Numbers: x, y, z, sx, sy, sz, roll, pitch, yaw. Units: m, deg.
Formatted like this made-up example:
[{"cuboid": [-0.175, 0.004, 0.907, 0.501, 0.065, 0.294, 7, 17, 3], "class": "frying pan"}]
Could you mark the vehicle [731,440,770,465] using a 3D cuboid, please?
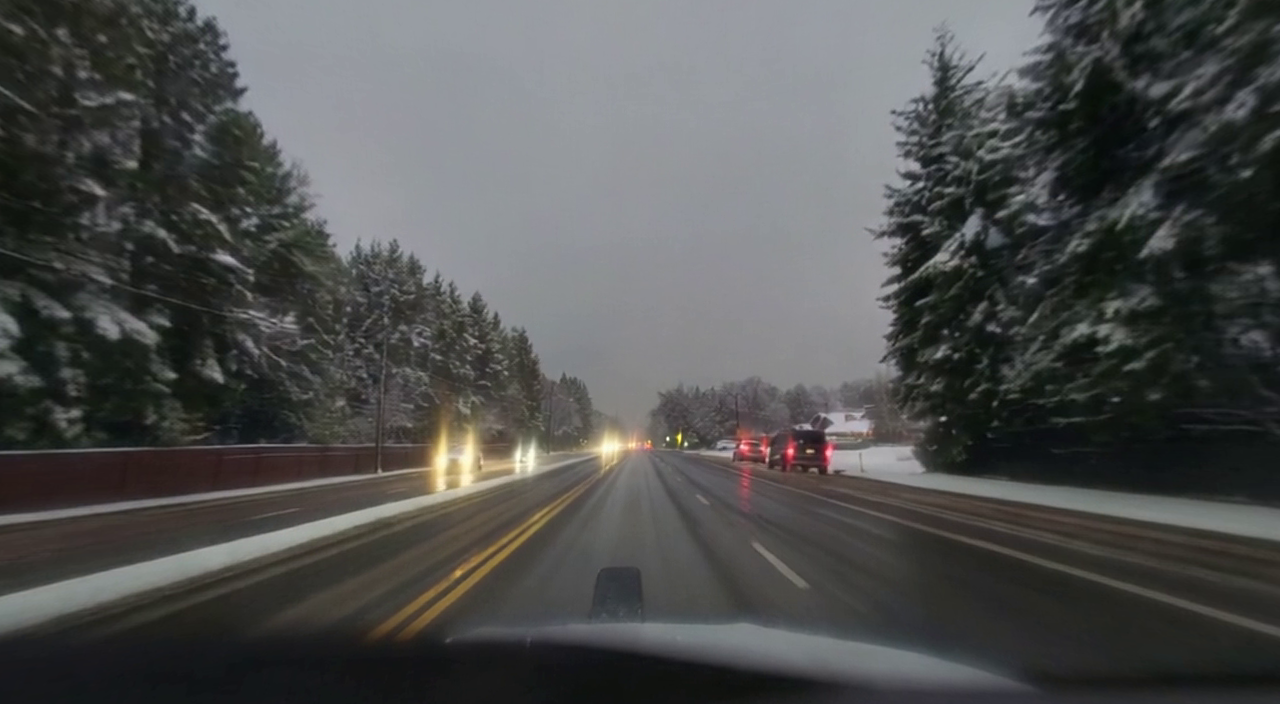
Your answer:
[{"cuboid": [7.477, 6.835, 42.981, 1.965, 1.623, 4.096, 0, -8, 1], "class": "vehicle"}]

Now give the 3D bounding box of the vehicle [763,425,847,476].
[{"cuboid": [7.516, 4.574, 29.493, 2.278, 2.079, 5.861, 0, -8, 0], "class": "vehicle"}]

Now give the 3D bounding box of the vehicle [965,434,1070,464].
[{"cuboid": [19.774, 5.084, 33.307, 4.336, 1.480, 1.926, -2, -7, 15], "class": "vehicle"}]

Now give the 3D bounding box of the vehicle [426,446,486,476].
[{"cuboid": [-10.008, 5.934, 34.680, 1.958, 1.524, 4.314, 0, -8, 0], "class": "vehicle"}]
